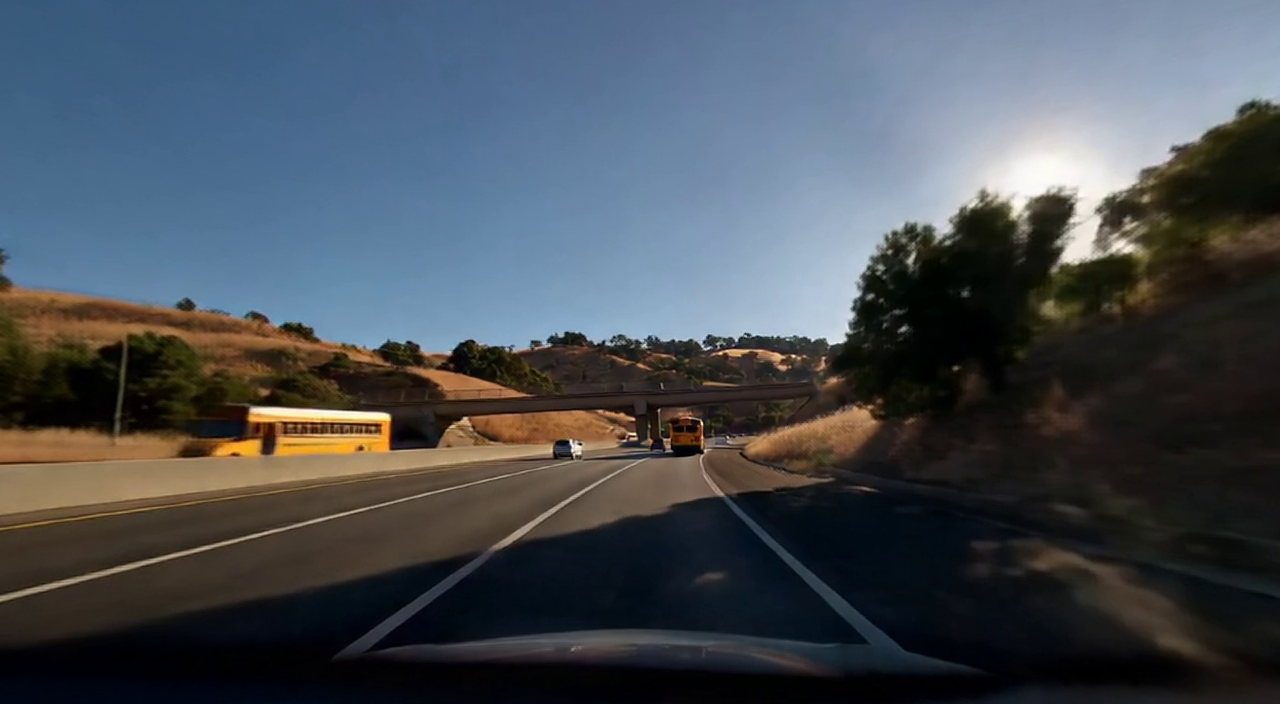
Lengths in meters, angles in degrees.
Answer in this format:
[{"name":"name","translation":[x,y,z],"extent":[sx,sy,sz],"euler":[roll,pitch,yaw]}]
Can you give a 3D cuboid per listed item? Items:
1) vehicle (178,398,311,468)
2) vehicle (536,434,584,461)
[{"name":"vehicle","translation":[-23.246,4.895,37.631],"extent":[3.011,3.757,6.767],"euler":[-1,-8,5]},{"name":"vehicle","translation":[-5.171,6.261,41.495],"extent":[2.106,1.704,4.637],"euler":[-1,-8,6]}]
